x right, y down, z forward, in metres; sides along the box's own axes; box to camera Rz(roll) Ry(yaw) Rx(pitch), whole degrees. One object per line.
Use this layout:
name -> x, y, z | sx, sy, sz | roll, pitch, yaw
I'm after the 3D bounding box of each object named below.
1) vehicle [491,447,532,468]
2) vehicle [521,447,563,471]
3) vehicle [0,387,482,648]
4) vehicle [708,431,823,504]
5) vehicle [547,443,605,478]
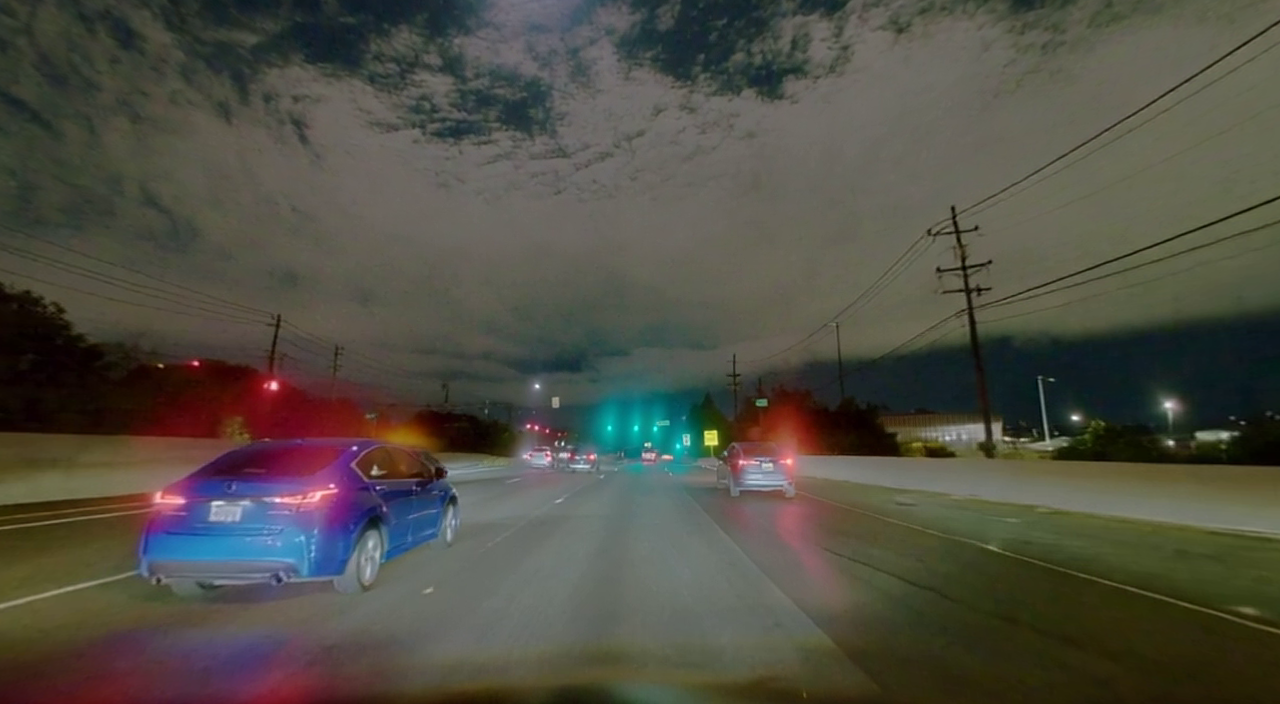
vehicle -> -9.563, 7.894, 47.381 | 2.014, 1.481, 4.642 | -1, -9, 2
vehicle -> -6.319, 6.941, 41.352 | 1.877, 1.474, 4.475 | -1, -9, 2
vehicle -> -3.228, 1.419, 6.423 | 2.104, 1.707, 4.338 | 0, -9, 0
vehicle -> 3.151, 3.017, 16.905 | 2.100, 1.659, 4.387 | 0, -9, -1
vehicle -> -2.871, 4.986, 29.265 | 2.066, 1.488, 4.377 | -1, -9, 2
